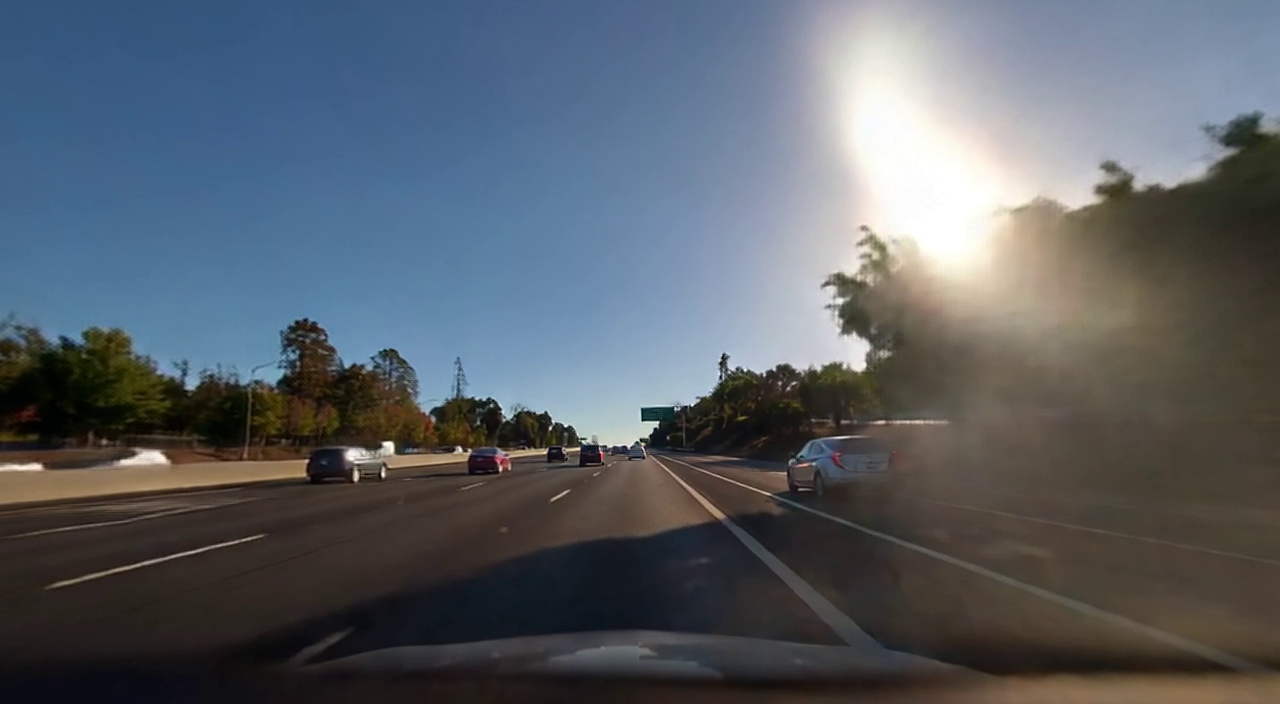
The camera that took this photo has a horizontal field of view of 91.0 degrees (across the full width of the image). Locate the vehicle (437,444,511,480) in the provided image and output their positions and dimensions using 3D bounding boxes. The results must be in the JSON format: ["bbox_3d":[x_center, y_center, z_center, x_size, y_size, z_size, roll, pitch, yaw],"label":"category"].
[{"bbox_3d":[-7.490,4.997,28.931,2.071,1.486,4.703,0,-9,1],"label":"vehicle"}]

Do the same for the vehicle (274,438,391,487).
[{"bbox_3d":[-11.352,4.101,23.670,2.107,1.628,4.446,0,-9,1],"label":"vehicle"}]

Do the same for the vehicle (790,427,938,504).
[{"bbox_3d":[5.967,3.097,17.596,2.259,1.816,4.862,0,-9,-1],"label":"vehicle"}]

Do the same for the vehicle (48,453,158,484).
[{"bbox_3d":[-28.522,6.172,33.682,1.866,1.510,4.521,0,-9,1],"label":"vehicle"}]
